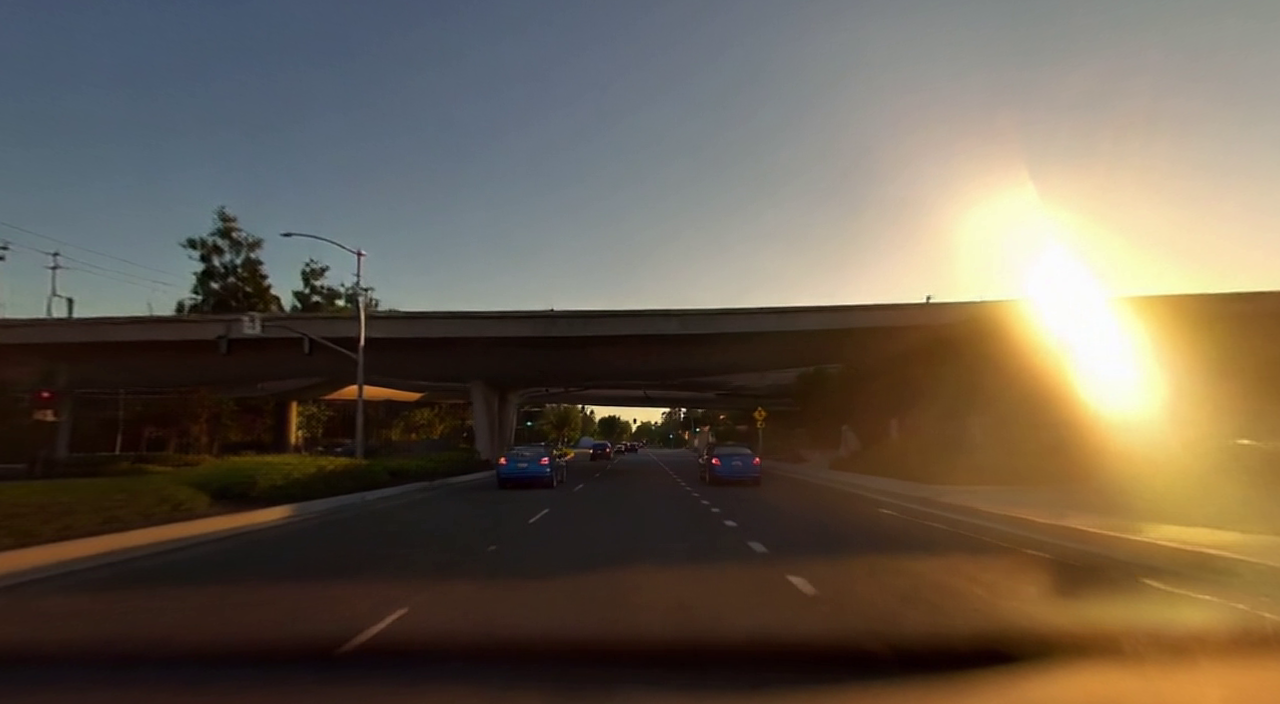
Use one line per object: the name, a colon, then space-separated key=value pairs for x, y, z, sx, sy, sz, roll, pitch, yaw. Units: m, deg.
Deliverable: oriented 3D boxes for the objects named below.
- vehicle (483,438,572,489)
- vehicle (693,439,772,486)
vehicle: x=-3.589 y=3.638 z=21.003 sx=2.060 sy=1.484 sz=4.417 roll=0 pitch=-8 yaw=1
vehicle: x=3.157 y=3.848 z=22.424 sx=2.068 sy=1.497 sz=4.247 roll=0 pitch=-8 yaw=-1
